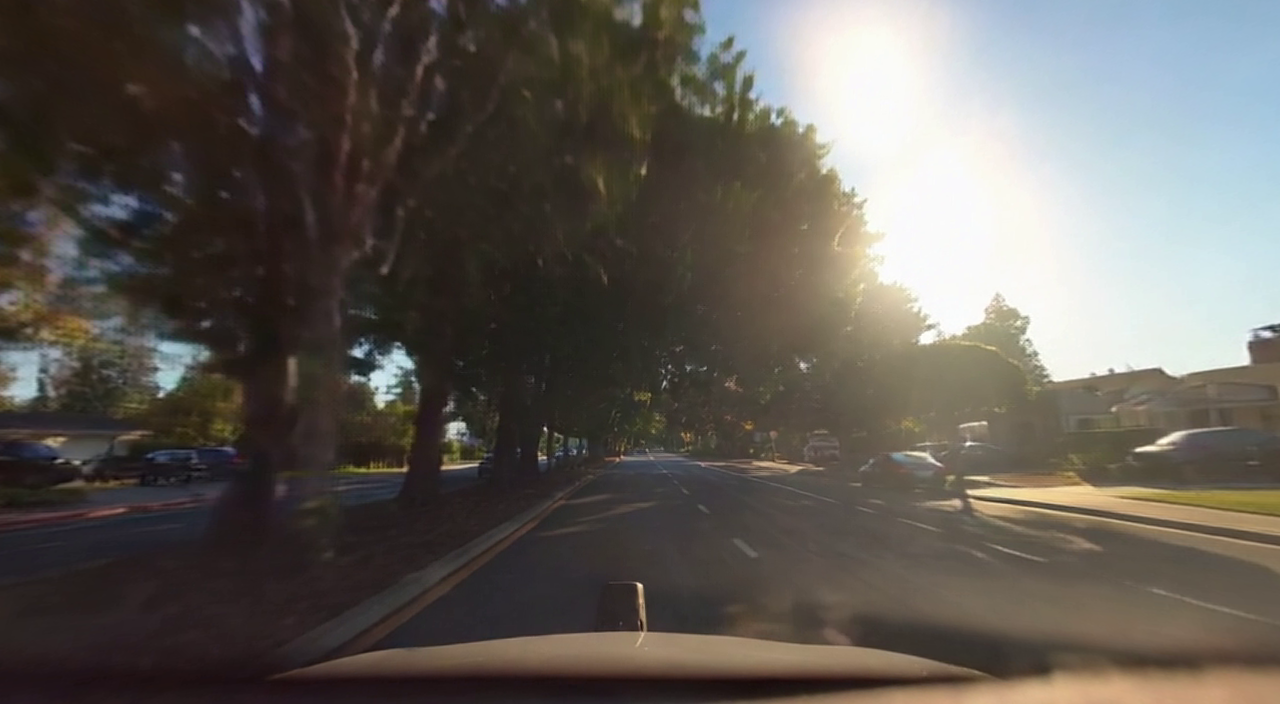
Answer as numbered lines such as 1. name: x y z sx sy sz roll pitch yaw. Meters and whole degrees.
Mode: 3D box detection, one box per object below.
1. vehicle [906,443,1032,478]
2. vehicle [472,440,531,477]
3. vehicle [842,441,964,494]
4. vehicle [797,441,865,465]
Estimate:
1. vehicle: 15.122 4.994 29.135 4.644 1.542 2.095 0 -9 1
2. vehicle: -7.420 5.730 34.163 2.019 1.819 4.897 0 -9 1
3. vehicle: 8.352 3.693 20.511 1.940 1.516 4.319 0 -9 -3
4. vehicle: 14.144 7.466 46.704 4.386 1.711 1.929 0 -9 -1
